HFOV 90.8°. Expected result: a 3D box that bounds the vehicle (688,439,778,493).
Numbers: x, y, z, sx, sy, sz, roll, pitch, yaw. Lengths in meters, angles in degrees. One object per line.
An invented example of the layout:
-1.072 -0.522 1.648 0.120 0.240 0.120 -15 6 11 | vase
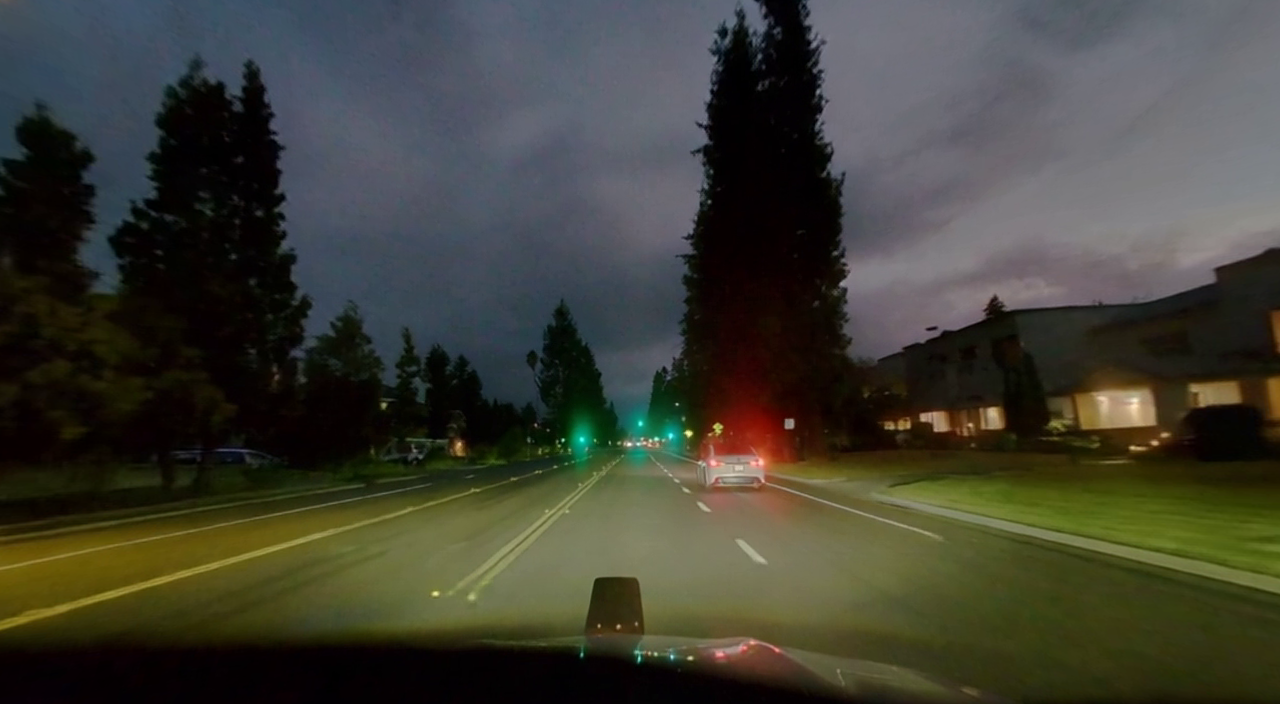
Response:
2.775 3.509 19.824 2.057 1.493 4.225 0 -8 -2 | vehicle
